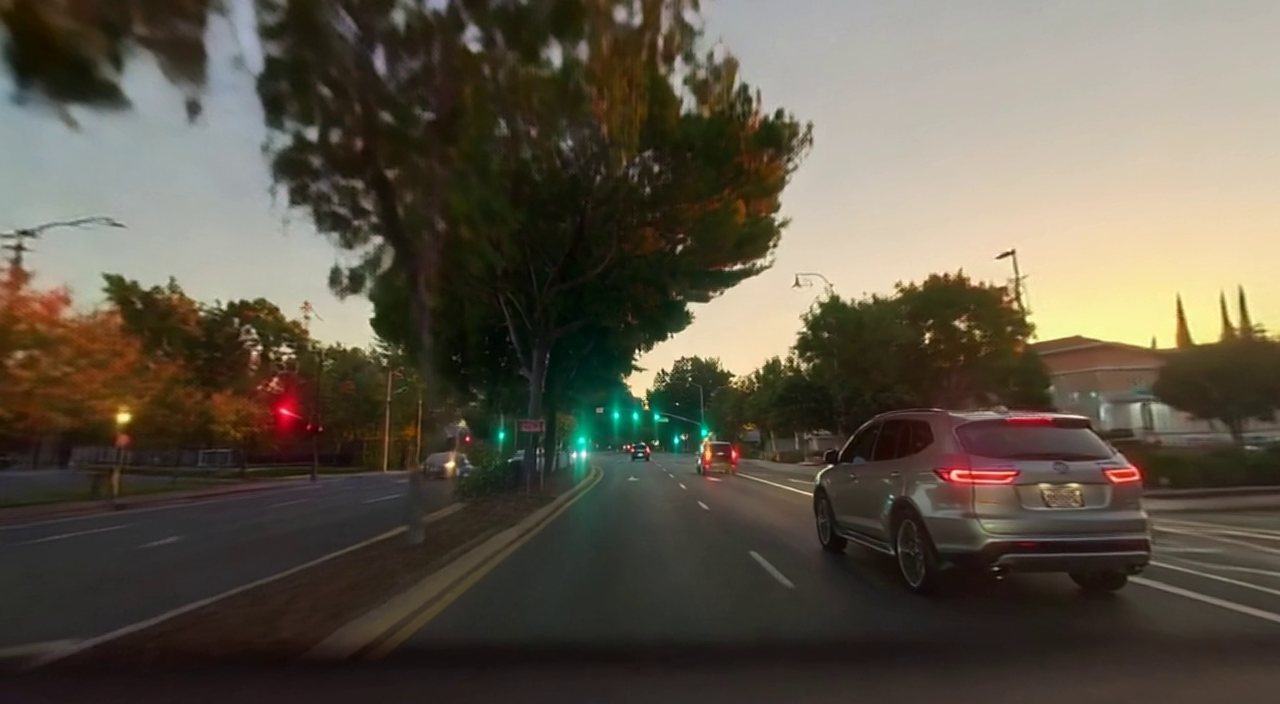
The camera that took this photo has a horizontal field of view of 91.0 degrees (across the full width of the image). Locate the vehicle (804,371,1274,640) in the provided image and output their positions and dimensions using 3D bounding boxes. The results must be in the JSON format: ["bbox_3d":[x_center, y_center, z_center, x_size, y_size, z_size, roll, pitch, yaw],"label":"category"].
[{"bbox_3d":[3.351,1.388,6.628,2.033,1.865,4.360,0,-9,0],"label":"vehicle"}]

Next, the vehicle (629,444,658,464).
[{"bbox_3d":[0.282,7.855,48.484,2.131,1.474,4.146,0,-9,0],"label":"vehicle"}]

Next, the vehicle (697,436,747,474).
[{"bbox_3d":[4.210,5.417,33.293,2.085,1.828,5.383,0,-9,2],"label":"vehicle"}]

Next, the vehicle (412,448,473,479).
[{"bbox_3d":[-10.236,5.795,32.955,1.932,1.483,4.246,0,-9,-2],"label":"vehicle"}]
